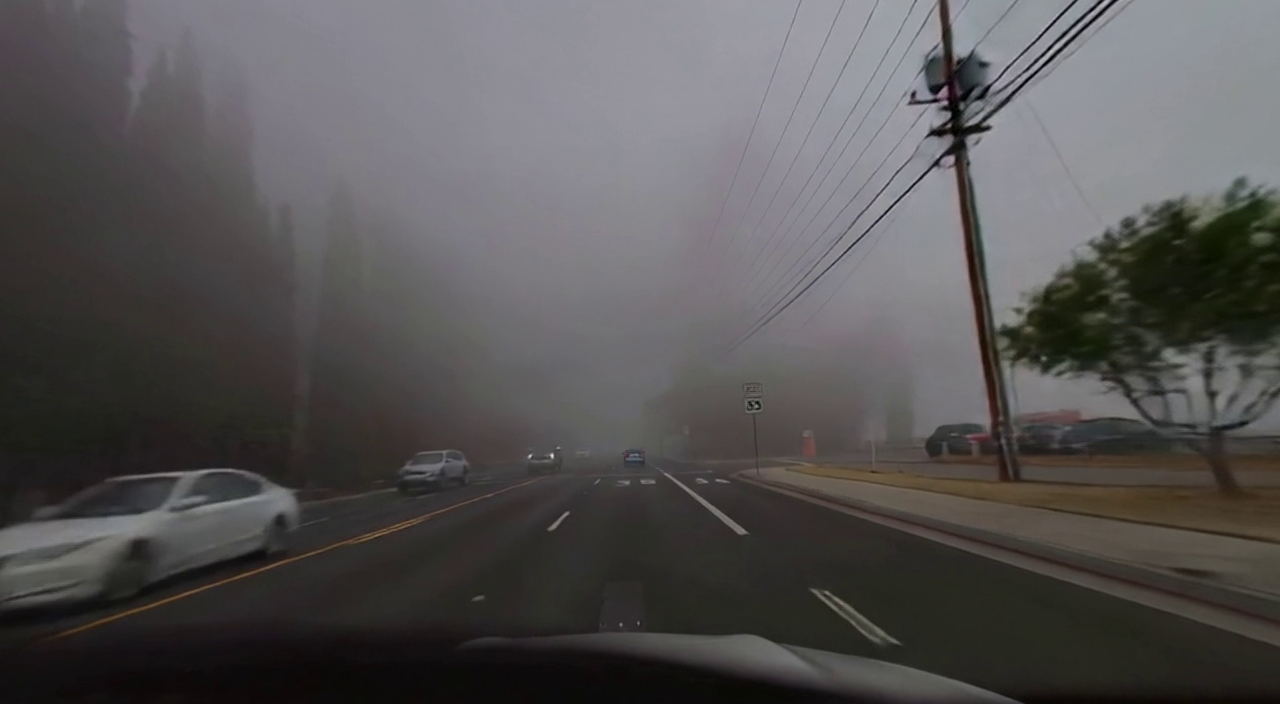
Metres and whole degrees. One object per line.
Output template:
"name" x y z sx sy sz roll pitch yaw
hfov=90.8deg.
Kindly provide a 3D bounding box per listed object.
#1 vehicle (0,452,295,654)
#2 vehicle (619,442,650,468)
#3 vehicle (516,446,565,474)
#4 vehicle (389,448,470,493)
"vehicle" -5.801 1.805 6.553 2.030 1.445 4.321 -1 -8 0
"vehicle" -0.421 7.510 46.204 2.163 1.746 4.073 0 -8 -2
"vehicle" -6.509 7.116 41.851 2.305 1.685 5.690 -1 -8 0
"vehicle" -9.085 5.095 27.723 1.988 1.744 4.687 -1 -8 -1
